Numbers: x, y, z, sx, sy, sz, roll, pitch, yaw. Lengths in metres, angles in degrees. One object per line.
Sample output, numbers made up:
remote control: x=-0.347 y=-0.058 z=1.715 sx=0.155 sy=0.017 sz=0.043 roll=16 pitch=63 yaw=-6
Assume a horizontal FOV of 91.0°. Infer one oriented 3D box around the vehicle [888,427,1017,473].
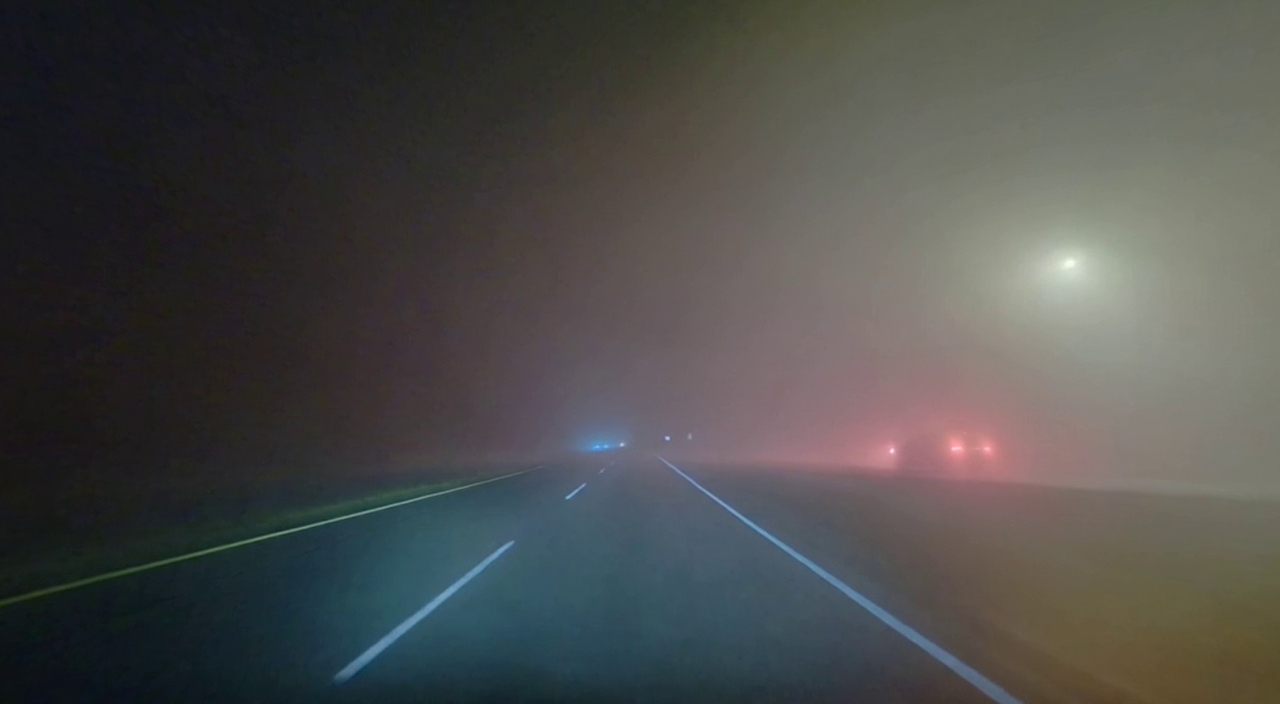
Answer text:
vehicle: x=14.283 y=4.517 z=29.225 sx=2.328 sy=1.916 sz=5.227 roll=2 pitch=-9 yaw=-17
